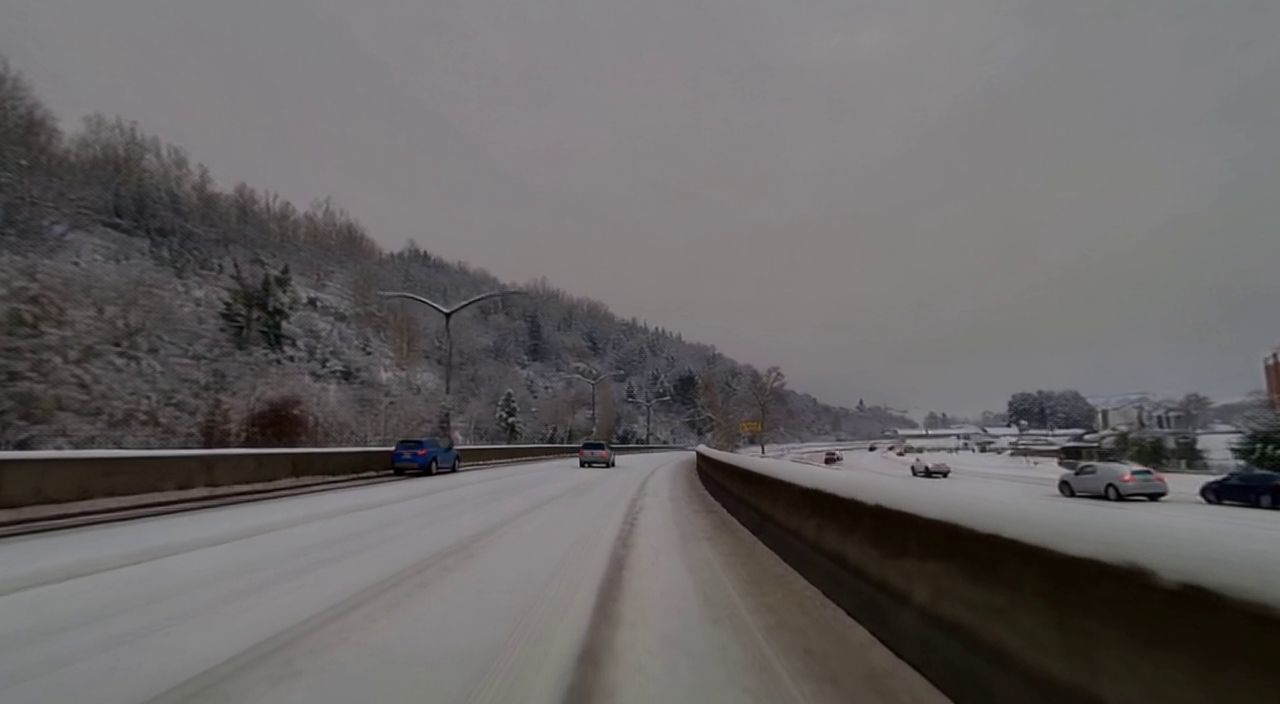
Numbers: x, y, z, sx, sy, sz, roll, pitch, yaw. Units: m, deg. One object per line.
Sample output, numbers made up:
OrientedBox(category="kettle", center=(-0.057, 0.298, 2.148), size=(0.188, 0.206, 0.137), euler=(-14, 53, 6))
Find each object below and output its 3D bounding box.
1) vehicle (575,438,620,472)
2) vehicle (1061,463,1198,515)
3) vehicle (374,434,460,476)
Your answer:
OrientedBox(category="vehicle", center=(-2.377, 5.866, 36.083), size=(2.028, 1.782, 4.150), euler=(-1, -8, 4))
OrientedBox(category="vehicle", center=(17.994, 5.022, 23.522), size=(1.786, 1.559, 4.496), euler=(-1, -8, 5))
OrientedBox(category="vehicle", center=(-10.058, 4.701, 28.910), size=(2.039, 1.746, 4.528), euler=(-1, -8, 4))
